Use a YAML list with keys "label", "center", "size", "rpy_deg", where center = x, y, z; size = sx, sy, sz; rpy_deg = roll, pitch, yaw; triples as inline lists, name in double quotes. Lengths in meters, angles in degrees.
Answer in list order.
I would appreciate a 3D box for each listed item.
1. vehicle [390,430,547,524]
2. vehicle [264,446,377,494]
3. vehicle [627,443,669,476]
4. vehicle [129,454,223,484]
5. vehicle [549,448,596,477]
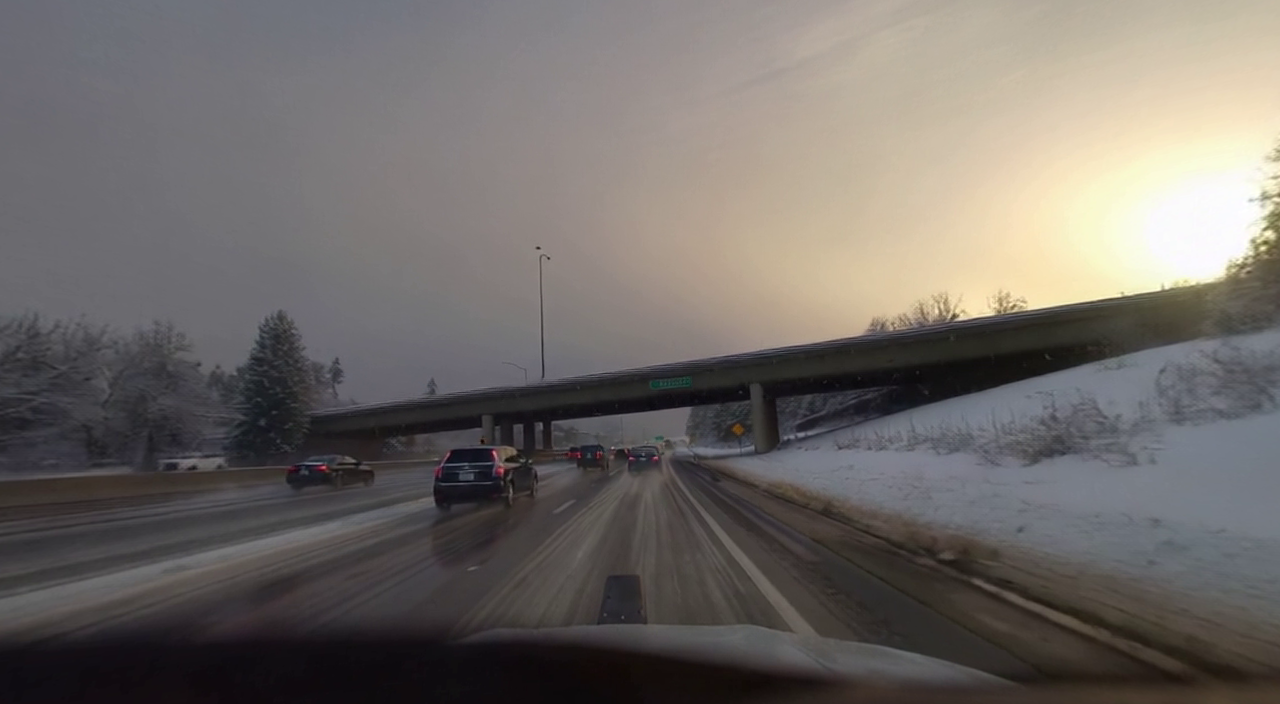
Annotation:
- label: "vehicle"
  center: [-3.586, 2.698, 14.168]
  size: [2.161, 1.759, 4.482]
  rpy_deg: [0, -8, 1]
- label: "vehicle"
  center: [-11.996, 4.414, 23.950]
  size: [1.954, 1.640, 4.339]
  rpy_deg: [0, -8, 1]
- label: "vehicle"
  center: [0.422, 5.757, 33.894]
  size: [2.160, 1.678, 4.178]
  rpy_deg: [0, -8, 0]
- label: "vehicle"
  center: [-32.527, 8.182, 44.307]
  size: [2.189, 1.871, 5.706]
  rpy_deg: [0, -8, 1]
- label: "vehicle"
  center: [-3.680, 6.079, 34.812]
  size: [1.997, 1.490, 4.471]
  rpy_deg: [0, -8, 2]
